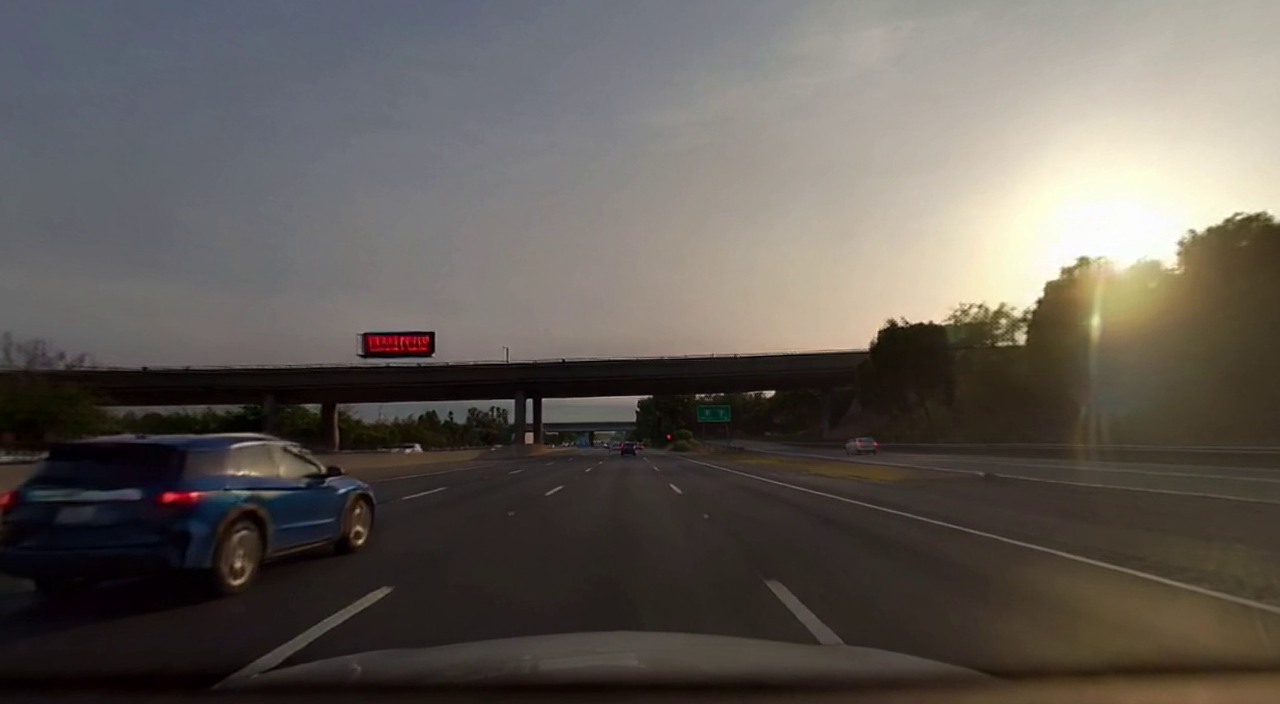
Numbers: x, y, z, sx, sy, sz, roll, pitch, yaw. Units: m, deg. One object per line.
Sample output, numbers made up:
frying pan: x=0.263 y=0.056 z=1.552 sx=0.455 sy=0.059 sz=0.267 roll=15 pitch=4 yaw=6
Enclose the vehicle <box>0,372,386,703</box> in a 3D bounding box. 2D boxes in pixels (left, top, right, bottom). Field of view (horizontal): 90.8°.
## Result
vehicle: x=-4.287 y=1.314 z=5.663 sx=2.102 sy=1.727 sz=4.704 roll=0 pitch=-9 yaw=-1
